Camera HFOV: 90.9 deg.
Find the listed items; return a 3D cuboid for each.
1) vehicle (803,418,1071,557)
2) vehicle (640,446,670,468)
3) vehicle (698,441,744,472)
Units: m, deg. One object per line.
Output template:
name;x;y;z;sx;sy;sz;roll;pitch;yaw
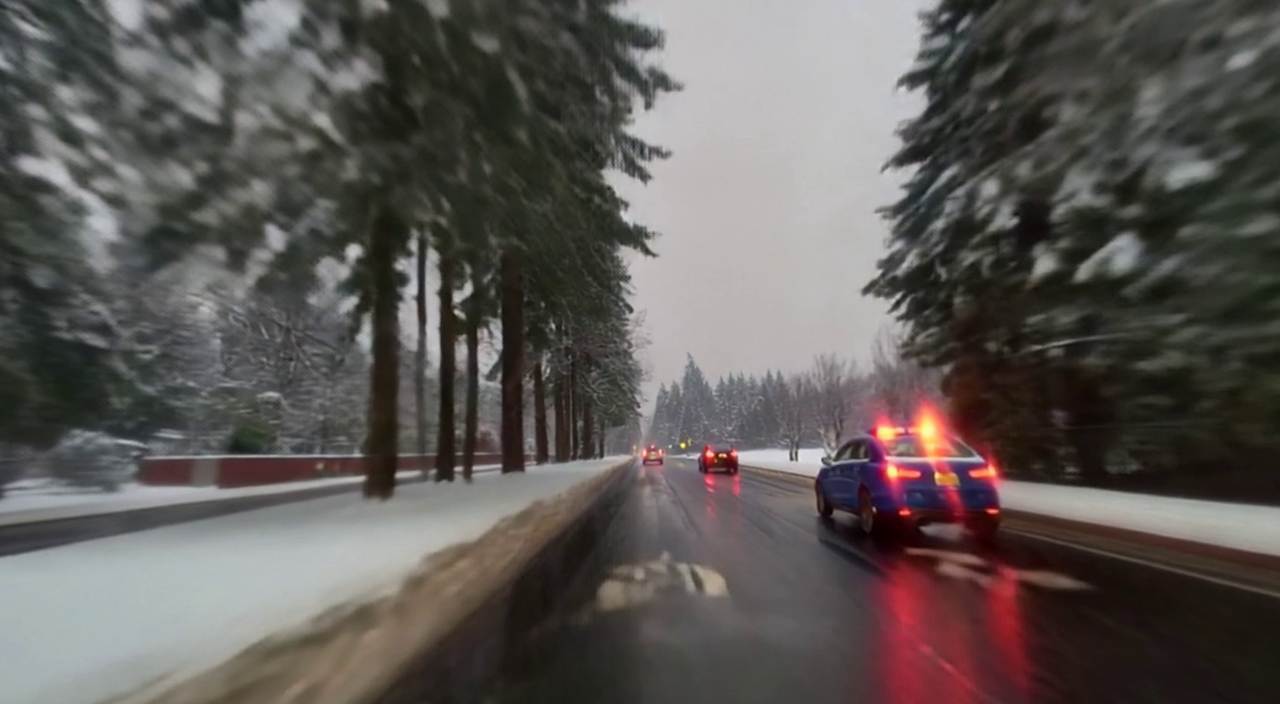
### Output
vehicle;4.079;1.919;9.629;2.052;1.639;4.123;0;-8;0
vehicle;1.043;7.420;44.933;2.026;1.466;4.282;0;-8;0
vehicle;4.561;5.951;36.211;2.110;1.666;3.912;0;-8;0
